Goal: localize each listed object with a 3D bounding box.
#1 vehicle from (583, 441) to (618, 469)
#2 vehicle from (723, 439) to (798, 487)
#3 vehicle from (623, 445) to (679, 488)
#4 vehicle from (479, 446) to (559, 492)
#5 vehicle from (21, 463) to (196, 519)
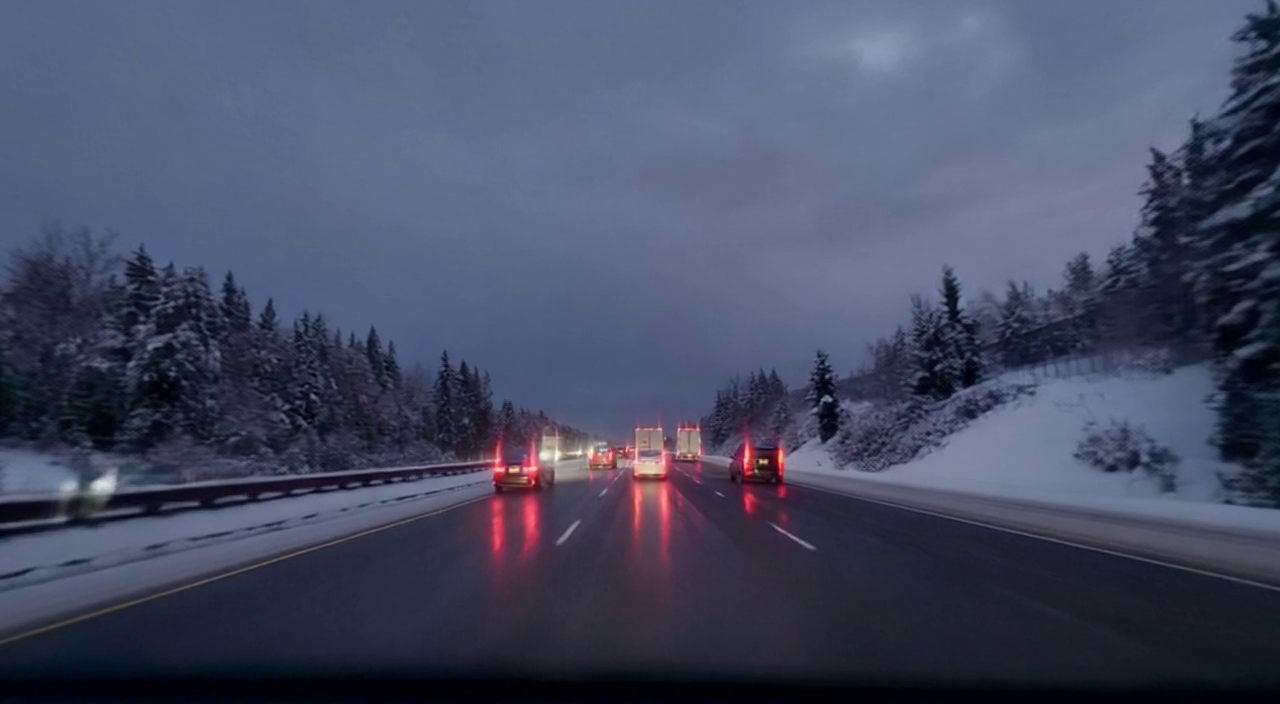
[{"bbox_3d":[-2.947,7.768,47.478,2.230,1.973,4.403,-1,-9,2],"label":"vehicle"},{"bbox_3d":[4.505,4.228,24.077,2.018,1.639,4.149,0,-9,0],"label":"vehicle"},{"bbox_3d":[0.405,4.504,25.000,2.015,1.526,4.286,0,-9,0],"label":"vehicle"},{"bbox_3d":[-4.252,4.208,22.820,1.967,1.473,4.439,0,-9,1],"label":"vehicle"},{"bbox_3d":[-16.671,4.331,19.990,1.912,1.478,4.106,0,-9,1],"label":"vehicle"}]
